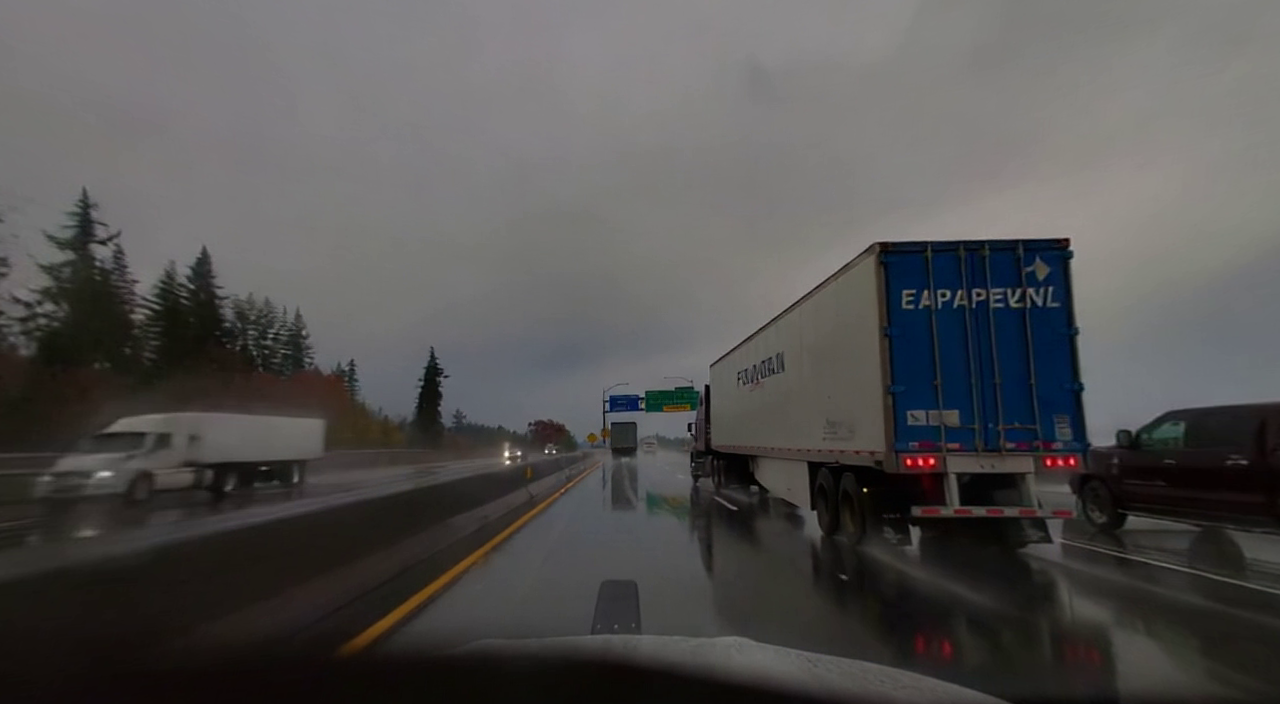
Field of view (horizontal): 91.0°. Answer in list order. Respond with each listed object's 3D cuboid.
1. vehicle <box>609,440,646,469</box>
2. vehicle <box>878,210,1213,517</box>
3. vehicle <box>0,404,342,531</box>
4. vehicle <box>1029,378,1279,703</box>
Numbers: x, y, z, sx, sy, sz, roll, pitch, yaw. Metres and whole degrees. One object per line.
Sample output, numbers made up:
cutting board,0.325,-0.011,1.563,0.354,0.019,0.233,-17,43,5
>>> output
vehicle,-0.725,5.667,35.099,1.943,1.491,3.459,0,-8,-2
vehicle,4.362,0.197,7.252,2.244,3.047,2.035,0,-8,-2
vehicle,-12.163,3.098,18.020,2.774,2.621,9.453,-1,-8,-1
vehicle,4.657,1.015,3.776,4.253,1.543,2.045,4,-9,-30
